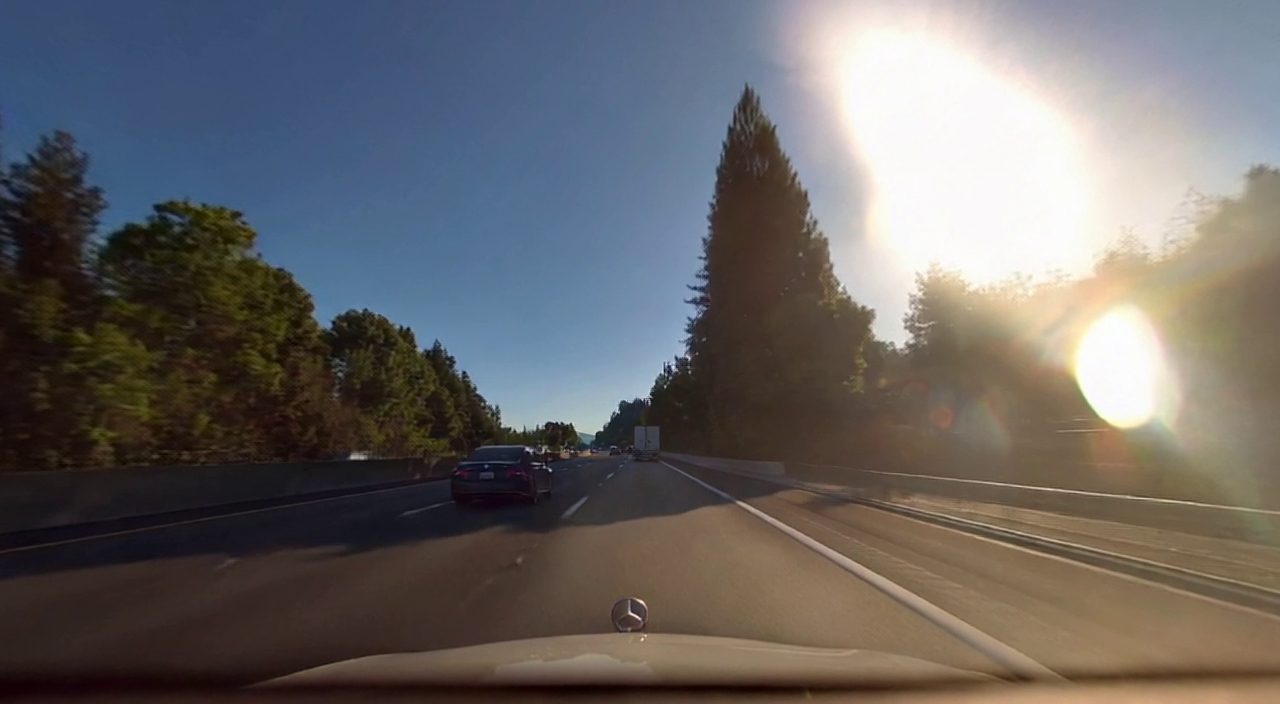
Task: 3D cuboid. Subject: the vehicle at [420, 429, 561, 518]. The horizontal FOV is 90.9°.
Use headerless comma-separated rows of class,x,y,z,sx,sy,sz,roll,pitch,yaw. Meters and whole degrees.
vehicle,-3.137,2.675,14.351,2.017,1.680,4.636,0,-9,0
